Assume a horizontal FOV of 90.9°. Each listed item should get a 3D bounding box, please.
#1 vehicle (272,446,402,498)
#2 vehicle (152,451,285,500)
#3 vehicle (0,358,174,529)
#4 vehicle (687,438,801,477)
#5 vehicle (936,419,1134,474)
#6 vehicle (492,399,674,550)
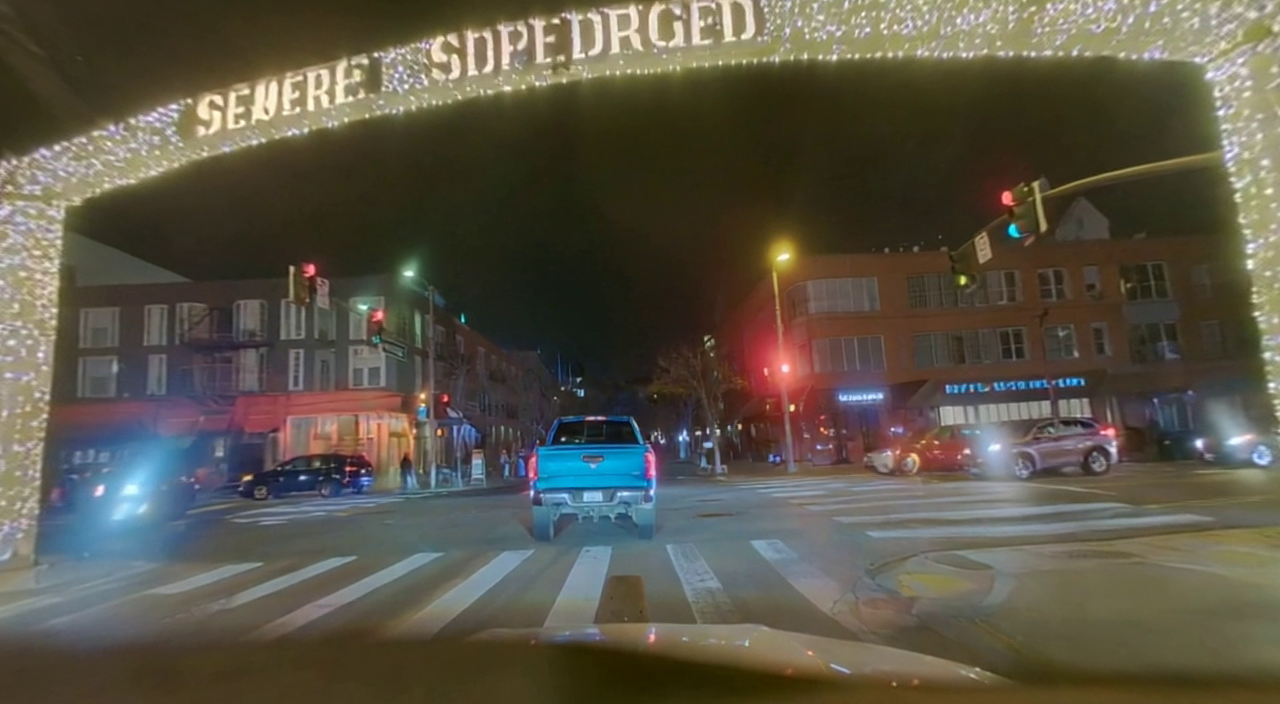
[{"bbox_3d":[-13.323,5.299,27.959,4.799,1.909,2.011,-3,-7,2],"label":"vehicle"},{"bbox_3d":[-18.606,5.457,28.011,4.398,2.057,1.959,0,-8,-1],"label":"vehicle"},{"bbox_3d":[-22.413,2.748,19.087,13.729,4.662,3.300,0,-8,0],"label":"vehicle"},{"bbox_3d":[4.255,4.409,26.453,4.515,1.583,1.920,-1,-8,3],"label":"vehicle"},{"bbox_3d":[11.572,2.801,18.717,4.600,1.506,1.878,0,-8,-1],"label":"vehicle"},{"bbox_3d":[-1.183,2.079,11.464,2.477,2.020,5.534,1,-9,-9],"label":"vehicle"}]
